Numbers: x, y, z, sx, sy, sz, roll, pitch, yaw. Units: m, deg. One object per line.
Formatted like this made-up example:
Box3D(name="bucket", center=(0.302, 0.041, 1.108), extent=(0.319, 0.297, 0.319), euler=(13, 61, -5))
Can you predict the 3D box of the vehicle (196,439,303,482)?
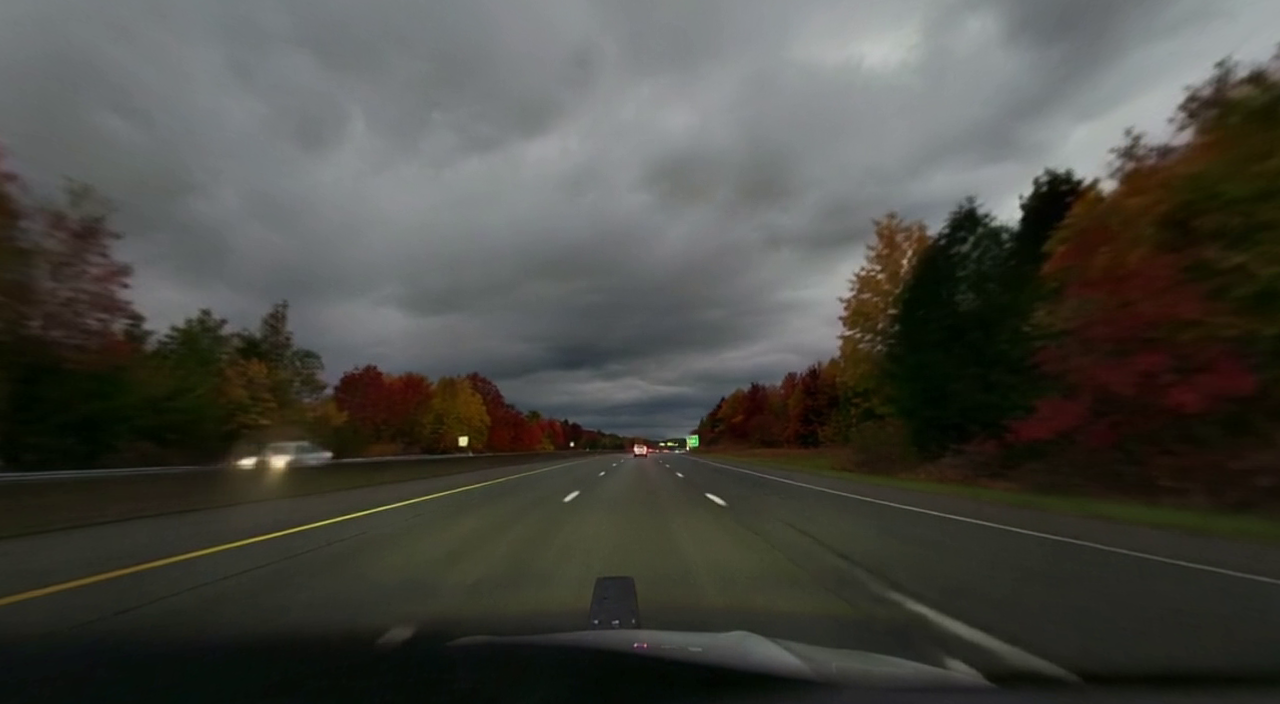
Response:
Box3D(name="vehicle", center=(-17.553, 4.889, 28.496), extent=(1.977, 1.749, 4.318), euler=(-1, -9, 1))
